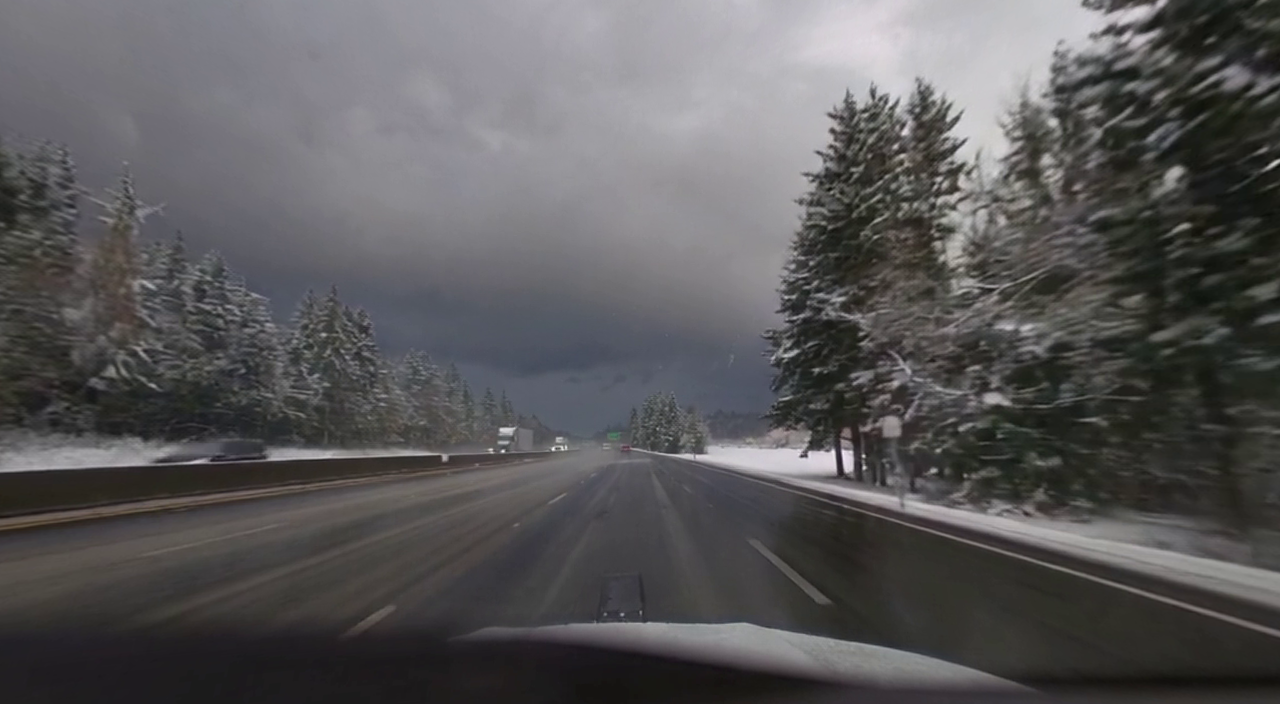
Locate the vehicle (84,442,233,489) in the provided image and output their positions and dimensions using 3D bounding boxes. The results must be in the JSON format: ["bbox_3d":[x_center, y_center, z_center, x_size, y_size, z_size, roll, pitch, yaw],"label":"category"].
[{"bbox_3d":[-16.501,3.898,21.920,1.787,1.456,4.219,0,-9,0],"label":"vehicle"}]
